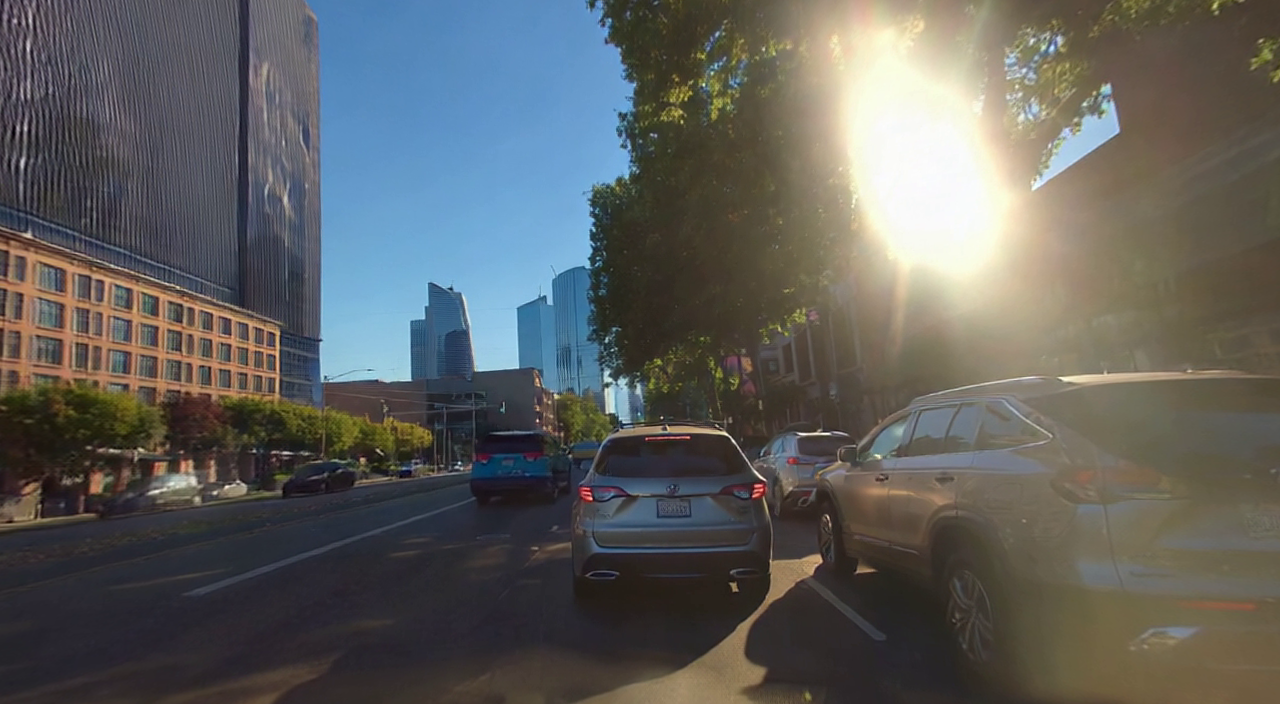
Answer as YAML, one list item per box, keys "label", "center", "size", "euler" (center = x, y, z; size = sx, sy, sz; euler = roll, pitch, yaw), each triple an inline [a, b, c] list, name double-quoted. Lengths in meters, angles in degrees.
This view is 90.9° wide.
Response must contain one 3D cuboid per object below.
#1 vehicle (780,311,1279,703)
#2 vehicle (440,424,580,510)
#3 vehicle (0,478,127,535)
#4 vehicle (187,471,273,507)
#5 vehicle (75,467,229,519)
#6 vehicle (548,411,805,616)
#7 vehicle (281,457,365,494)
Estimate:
- label: "vehicle"
  center: [2.748, 1.109, 4.905]
  size: [2.117, 1.855, 4.794]
  euler: [0, -9, -1]
- label: "vehicle"
  center: [-3.088, 2.932, 16.563]
  size: [2.375, 1.847, 5.606]
  euler: [0, -9, 1]
- label: "vehicle"
  center: [-22.640, 5.779, 24.061]
  size: [1.975, 1.698, 4.715]
  euler: [0, -9, 2]
- label: "vehicle"
  center: [-22.654, 7.571, 35.029]
  size: [1.854, 1.419, 4.318]
  euler: [-7, -8, 0]
- label: "vehicle"
  center: [-19.451, 5.613, 25.514]
  size: [2.274, 1.708, 4.863]
  euler: [0, -9, 1]
- label: "vehicle"
  center: [0.234, 1.552, 6.871]
  size: [2.045, 1.608, 3.573]
  euler: [0, -9, -2]
- label: "vehicle"
  center: [-16.081, 6.272, 32.304]
  size: [2.105, 1.676, 4.099]
  euler: [0, -9, 1]
